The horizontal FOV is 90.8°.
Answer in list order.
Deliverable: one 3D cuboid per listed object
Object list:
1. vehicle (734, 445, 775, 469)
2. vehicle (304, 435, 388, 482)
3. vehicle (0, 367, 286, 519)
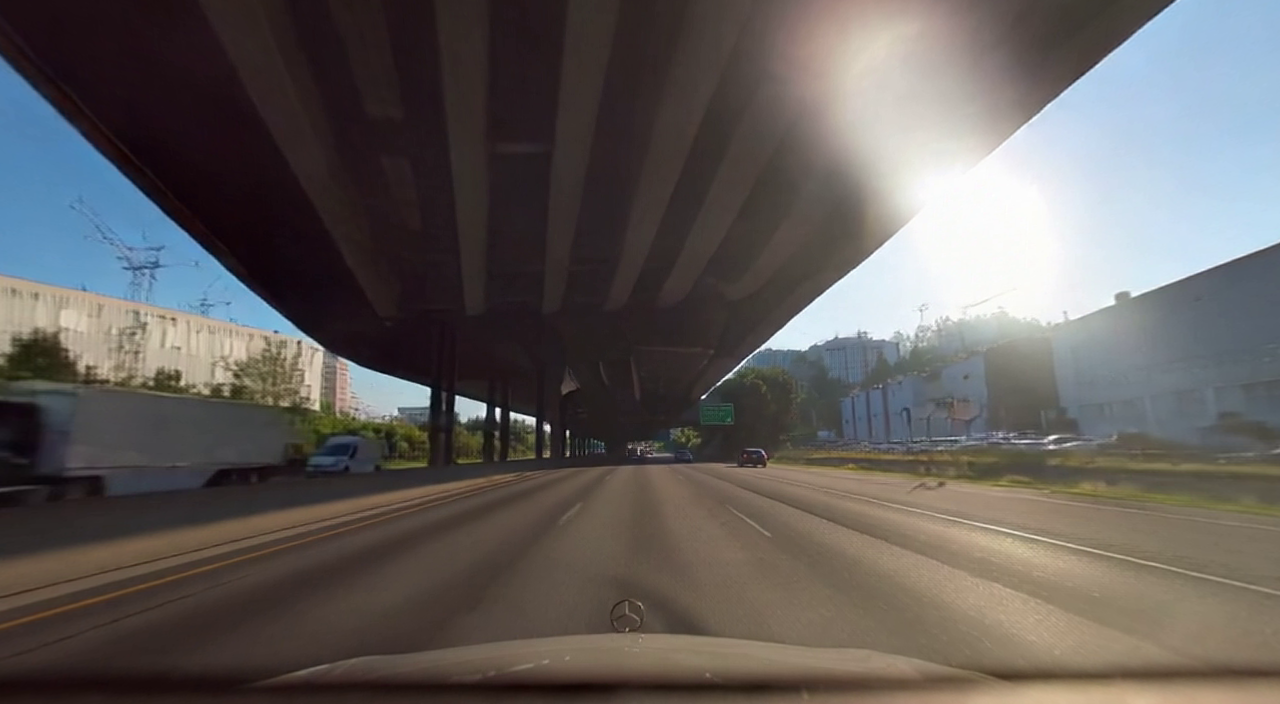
[{"bbox_3d":[7.448,6.866,41.384,1.923,1.516,3.815,0,-9,-1],"label":"vehicle"},{"bbox_3d":[-17.111,6.222,37.106,2.352,2.506,5.861,0,-9,-3],"label":"vehicle"},{"bbox_3d":[-18.909,3.494,23.686,2.952,4.057,14.423,0,-9,0],"label":"vehicle"}]
